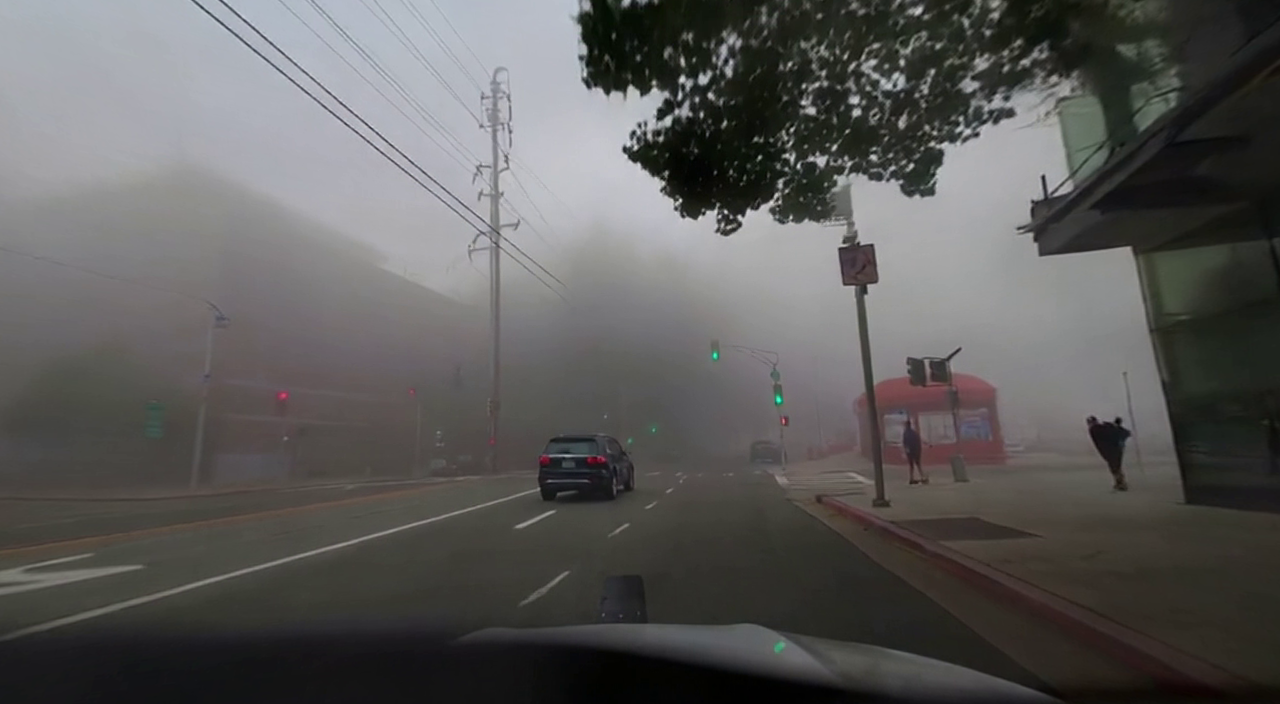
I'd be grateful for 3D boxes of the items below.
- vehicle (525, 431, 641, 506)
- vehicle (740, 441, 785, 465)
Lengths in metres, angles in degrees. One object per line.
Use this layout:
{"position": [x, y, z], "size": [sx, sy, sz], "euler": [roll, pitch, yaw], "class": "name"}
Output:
{"position": [-1.336, 3.049, 17.007], "size": [2.101, 1.721, 4.364], "euler": [-1, -9, 9], "class": "vehicle"}
{"position": [8.187, 6.680, 42.002], "size": [2.006, 1.470, 4.099], "euler": [-4, -9, 23], "class": "vehicle"}
